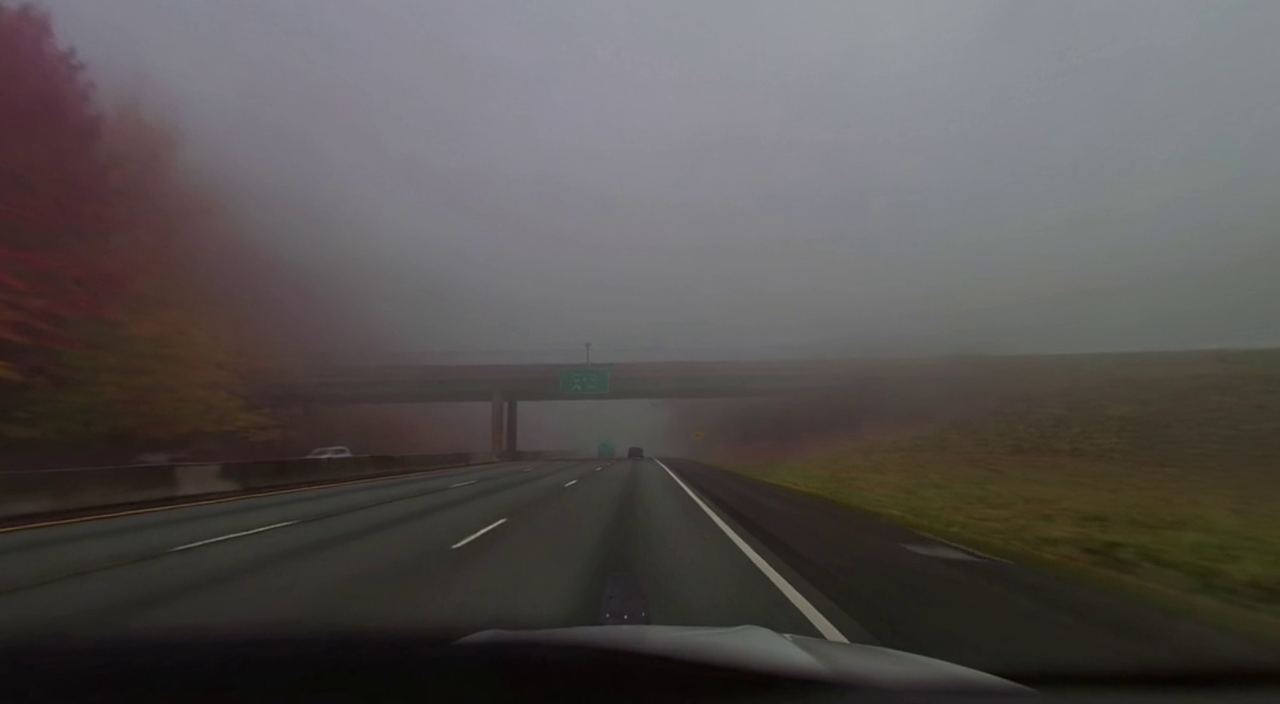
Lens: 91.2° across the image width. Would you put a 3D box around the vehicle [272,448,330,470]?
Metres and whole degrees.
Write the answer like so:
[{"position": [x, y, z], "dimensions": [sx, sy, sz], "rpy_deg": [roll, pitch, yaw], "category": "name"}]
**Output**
[{"position": [-25.284, 7.978, 46.981], "dimensions": [1.815, 1.558, 4.495], "rpy_deg": [0, -9, 1], "category": "vehicle"}]
